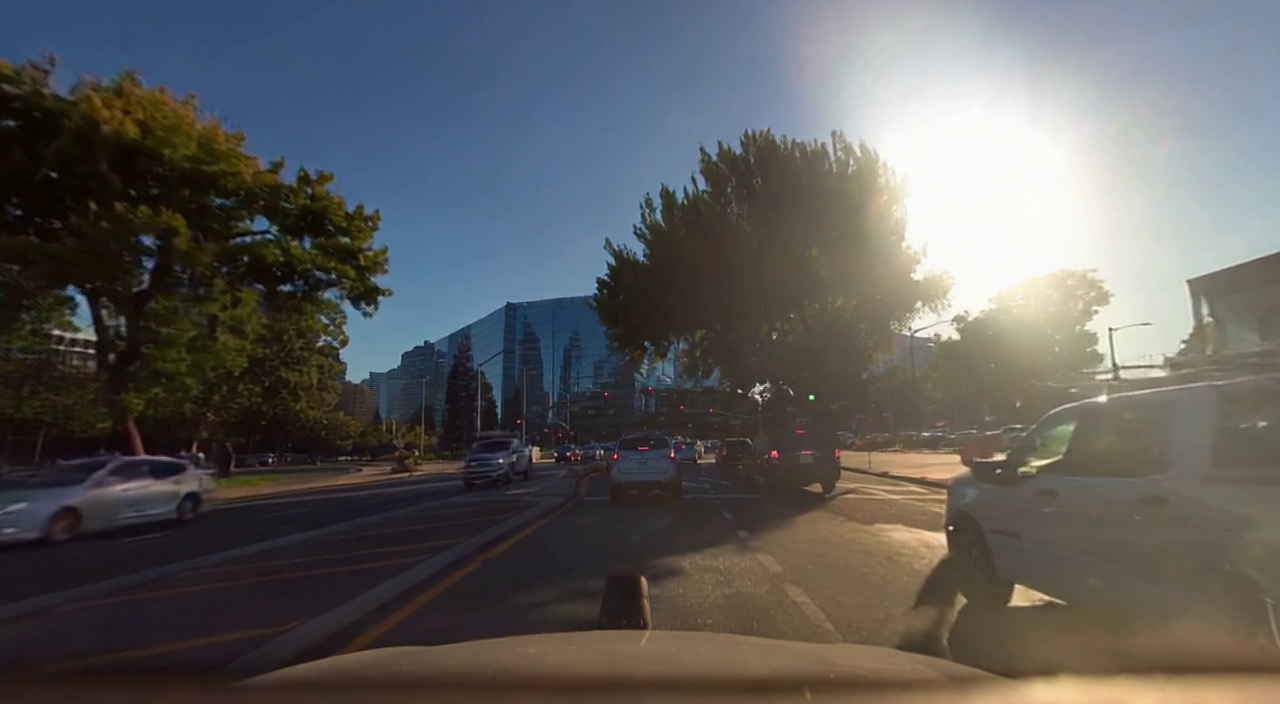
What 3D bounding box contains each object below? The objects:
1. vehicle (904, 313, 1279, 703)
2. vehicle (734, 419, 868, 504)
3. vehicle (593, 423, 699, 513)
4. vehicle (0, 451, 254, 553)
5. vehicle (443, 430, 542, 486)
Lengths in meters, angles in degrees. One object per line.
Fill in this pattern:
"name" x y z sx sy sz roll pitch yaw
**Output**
"vehicle" 3.470 0.926 3.469 2.114 1.765 4.647 0 -9 2
"vehicle" 4.013 2.892 17.024 2.317 1.857 5.940 0 -9 3
"vehicle" 0.242 2.620 14.614 2.113 1.768 3.901 0 -9 4
"vehicle" -9.840 2.628 11.868 1.953 1.476 4.747 0 -9 3
"vehicle" -5.900 4.351 26.145 2.355 2.005 5.673 -1 -9 4
